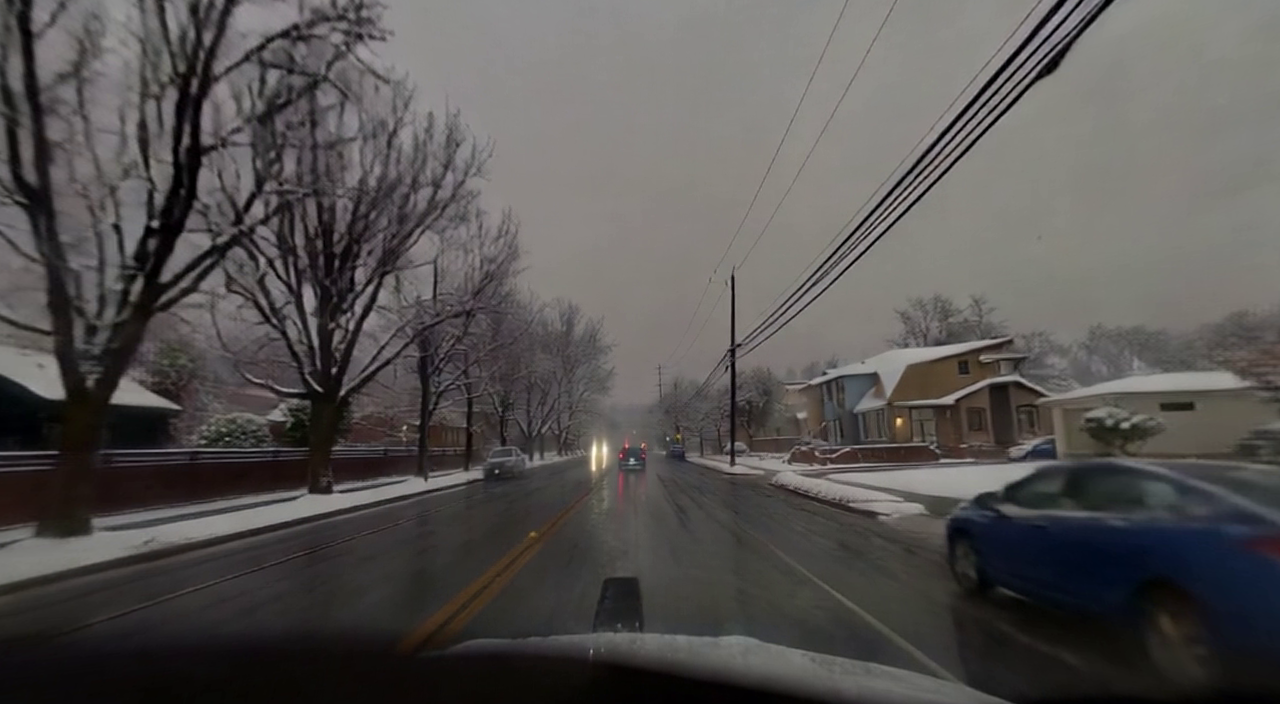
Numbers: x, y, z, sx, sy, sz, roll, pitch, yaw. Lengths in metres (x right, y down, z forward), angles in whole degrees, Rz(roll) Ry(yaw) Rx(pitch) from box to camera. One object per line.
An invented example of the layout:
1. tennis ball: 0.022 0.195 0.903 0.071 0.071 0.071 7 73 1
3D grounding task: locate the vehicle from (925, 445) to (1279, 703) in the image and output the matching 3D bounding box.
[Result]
1. vehicle: 4.445 1.482 4.941 1.977 1.481 5.155 0 -8 0

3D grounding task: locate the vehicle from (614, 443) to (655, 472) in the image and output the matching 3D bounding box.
1. vehicle: -0.330 5.730 34.481 2.104 1.500 3.815 0 -8 -1

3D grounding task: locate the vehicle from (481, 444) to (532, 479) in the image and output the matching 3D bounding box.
1. vehicle: -7.729 6.390 36.765 2.022 1.795 4.337 -3 -10 0
